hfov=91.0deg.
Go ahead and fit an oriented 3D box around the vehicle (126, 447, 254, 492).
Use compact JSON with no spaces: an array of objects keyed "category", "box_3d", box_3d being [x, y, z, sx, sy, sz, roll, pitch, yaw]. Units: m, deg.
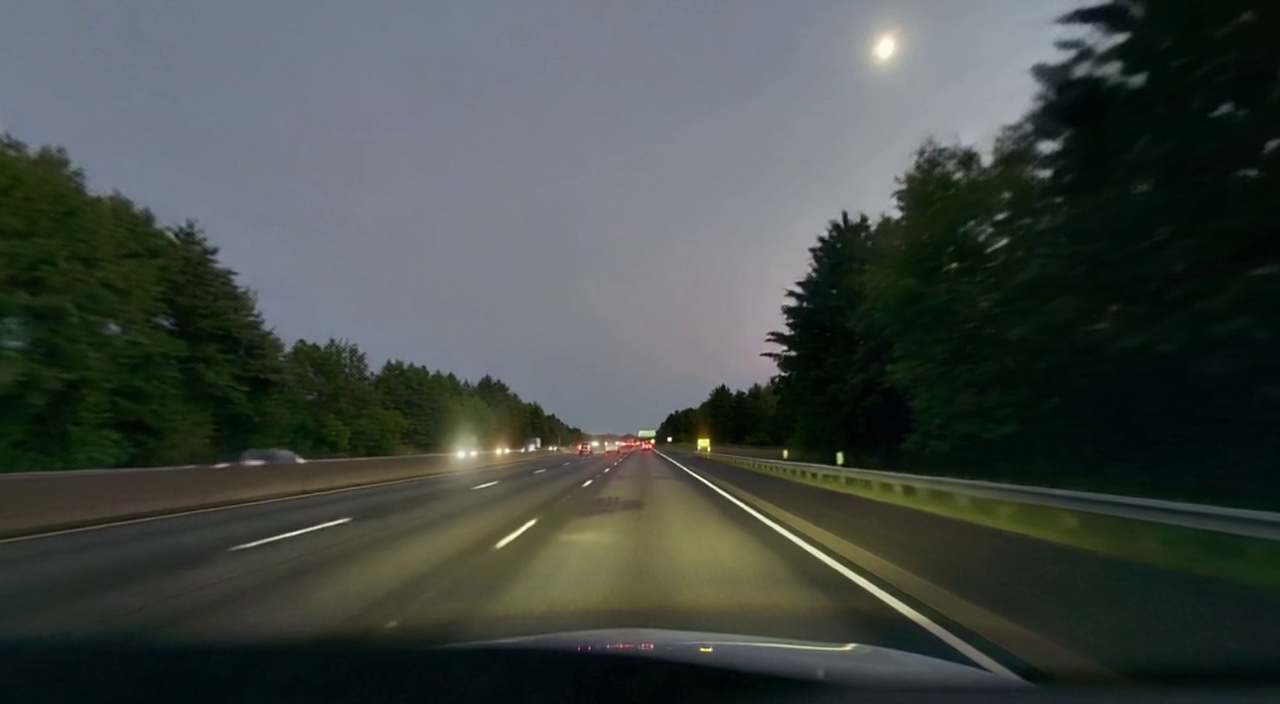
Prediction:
[{"category":"vehicle","box_3d":[-15.751,4.080,22.302,1.693,1.418,3.862,0,-8,0]}]
